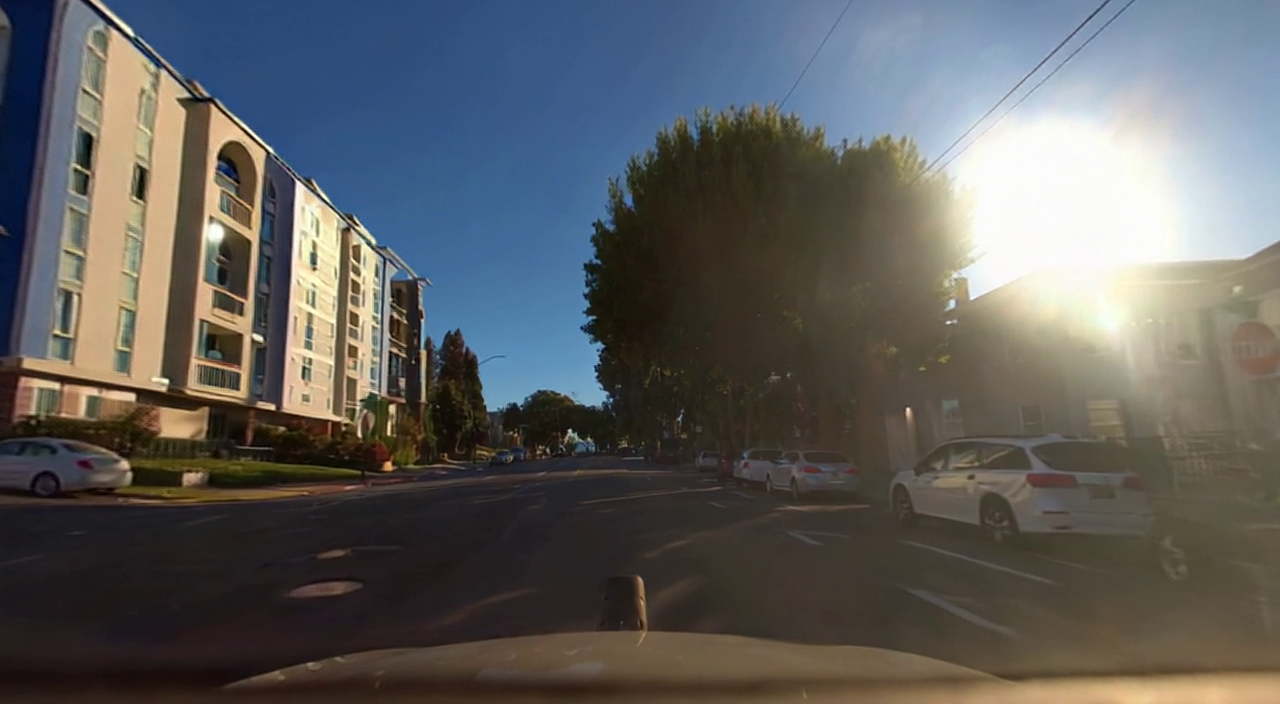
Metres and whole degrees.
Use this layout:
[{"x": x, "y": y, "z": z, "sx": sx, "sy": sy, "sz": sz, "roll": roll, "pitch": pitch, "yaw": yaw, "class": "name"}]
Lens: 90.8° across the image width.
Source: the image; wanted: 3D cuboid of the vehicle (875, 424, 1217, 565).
[{"x": 5.959, "y": 2.108, "z": 10.277, "sx": 1.917, "sy": 1.704, "sz": 4.840, "roll": 1, "pitch": -8, "yaw": -7, "class": "vehicle"}]

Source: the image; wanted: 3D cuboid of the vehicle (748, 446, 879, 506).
[{"x": 5.012, "y": 3.622, "z": 19.118, "sx": 2.122, "sy": 1.554, "sz": 4.777, "roll": 1, "pitch": -8, "yaw": -7, "class": "vehicle"}]

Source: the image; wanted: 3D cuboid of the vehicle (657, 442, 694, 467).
[{"x": 2.604, "y": 7.671, "z": 47.387, "sx": 2.386, "sy": 1.752, "sz": 4.376, "roll": 0, "pitch": -8, "yaw": -3, "class": "vehicle"}]

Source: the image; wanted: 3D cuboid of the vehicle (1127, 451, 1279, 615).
[{"x": 6.459, "y": 1.475, "z": 4.875, "sx": 1.900, "sy": 1.368, "sz": 4.176, "roll": 0, "pitch": -8, "yaw": -3, "class": "vehicle"}]

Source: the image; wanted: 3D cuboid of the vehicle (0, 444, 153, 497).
[{"x": -16.404, "y": 3.173, "z": 17.118, "sx": 4.603, "sy": 1.335, "sz": 1.889, "roll": 2, "pitch": -9, "yaw": -14, "class": "vehicle"}]

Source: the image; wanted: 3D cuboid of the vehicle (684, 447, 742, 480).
[{"x": 3.518, "y": 5.473, "z": 31.380, "sx": 1.901, "sy": 1.495, "sz": 4.340, "roll": 1, "pitch": -8, "yaw": -6, "class": "vehicle"}]
